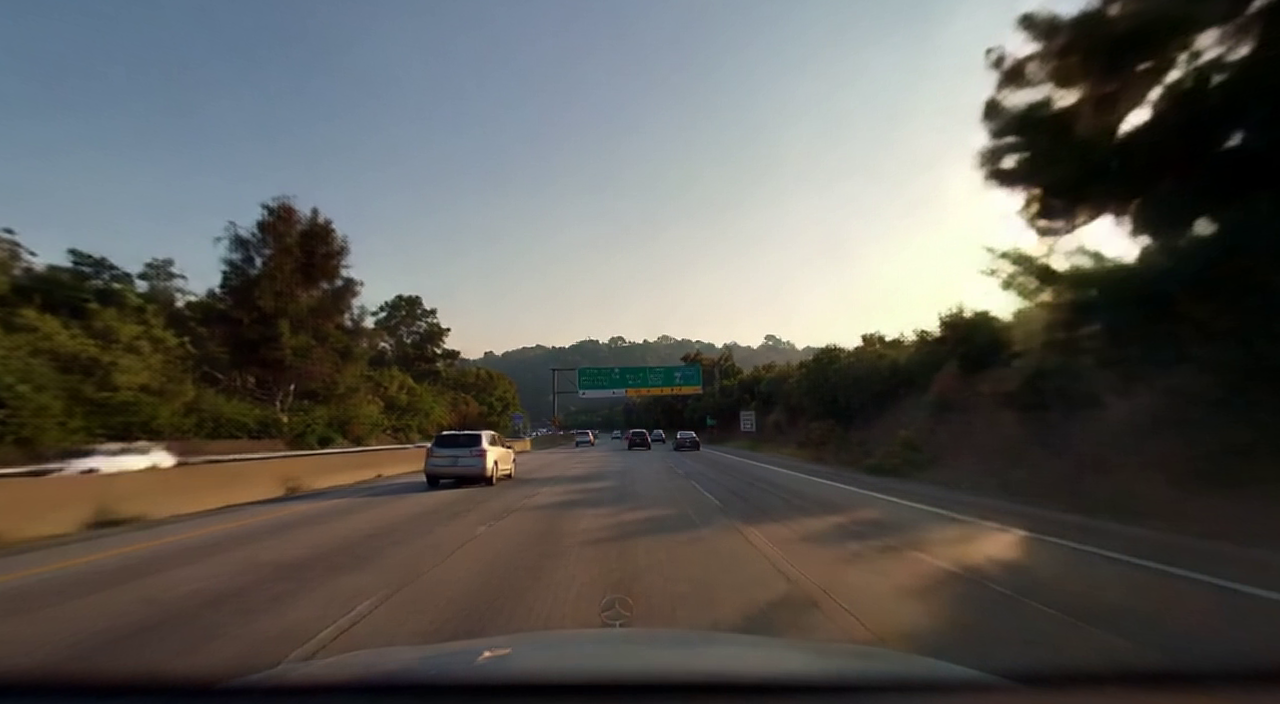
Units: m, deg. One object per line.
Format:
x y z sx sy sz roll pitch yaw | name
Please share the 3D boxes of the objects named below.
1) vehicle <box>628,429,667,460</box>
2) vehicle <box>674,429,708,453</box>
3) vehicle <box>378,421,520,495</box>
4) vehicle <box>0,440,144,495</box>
0.367 4.588 31.517 1.869 1.466 3.356 0 -7 1 | vehicle
3.399 6.022 42.755 1.841 1.491 3.869 0 -7 -2 | vehicle
-4.417 2.510 15.481 2.023 1.512 4.804 0 -7 0 | vehicle
-17.207 3.384 18.857 1.747 1.428 3.719 0 -7 -1 | vehicle
